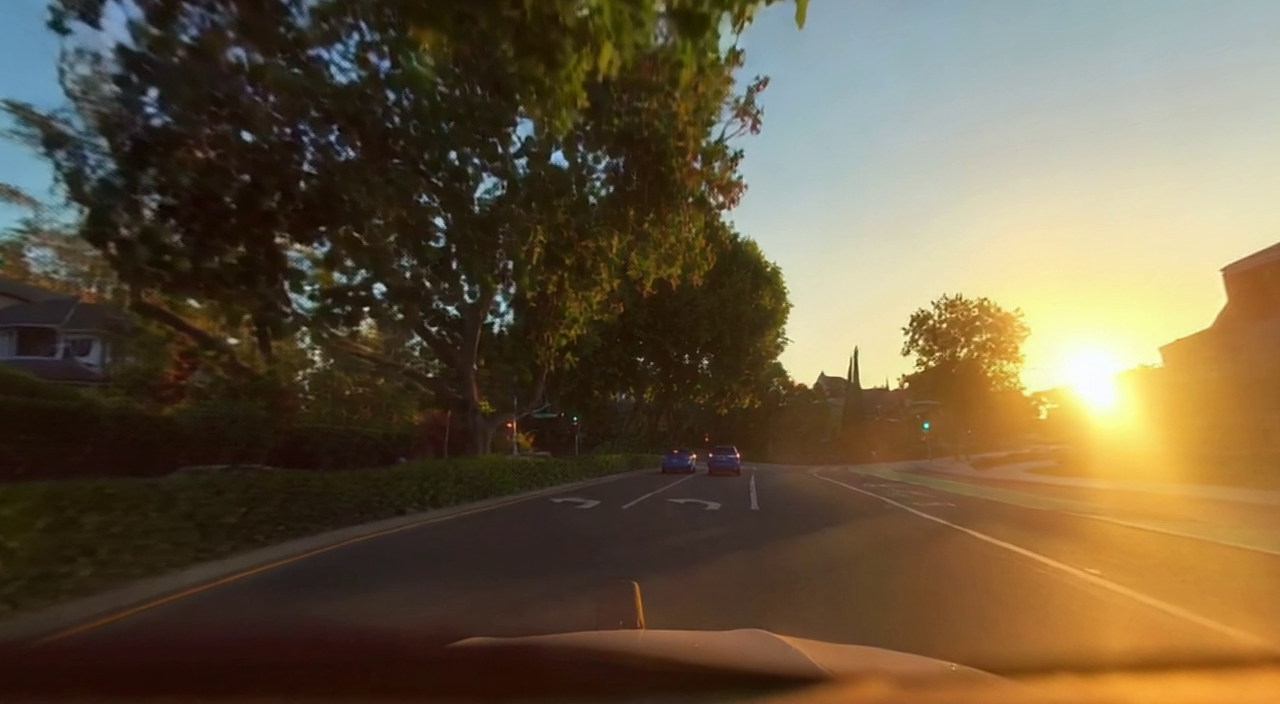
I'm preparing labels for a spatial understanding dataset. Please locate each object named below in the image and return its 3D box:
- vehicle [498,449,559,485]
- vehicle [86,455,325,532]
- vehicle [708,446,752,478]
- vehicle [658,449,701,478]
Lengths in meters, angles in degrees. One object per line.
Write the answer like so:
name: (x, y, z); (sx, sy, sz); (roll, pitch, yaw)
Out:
vehicle: (-5.651, 5.868, 32.601); (2.029, 1.667, 4.504); (-1, -9, 4)
vehicle: (-10.068, 3.266, 15.288); (1.947, 1.486, 4.862); (-1, -9, 7)
vehicle: (5.201, 6.234, 36.201); (2.286, 1.701, 4.395); (-2, -9, 9)
vehicle: (2.229, 6.092, 34.812); (1.923, 1.498, 3.887); (-2, -9, 10)
